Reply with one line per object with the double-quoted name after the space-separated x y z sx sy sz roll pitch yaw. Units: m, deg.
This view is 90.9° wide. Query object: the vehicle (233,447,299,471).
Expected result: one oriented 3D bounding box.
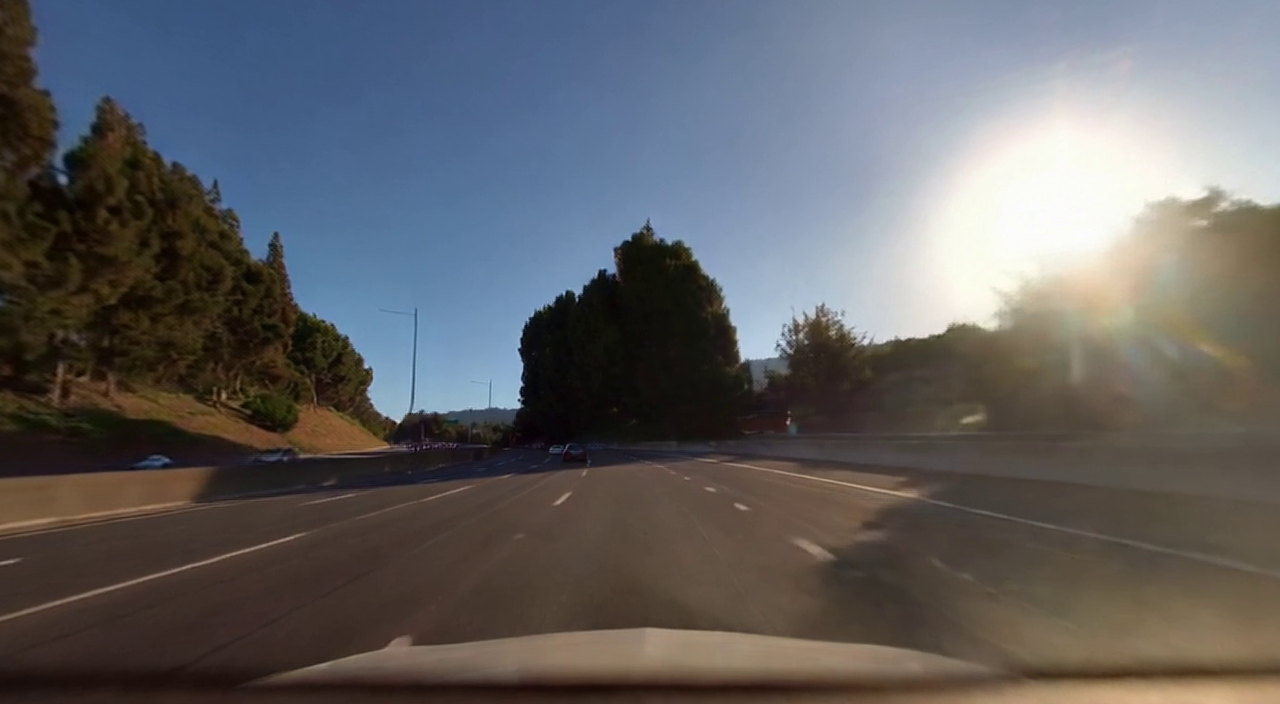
-27.972 8.008 47.414 2.049 1.641 5.301 0 -8 -5 "vehicle"
